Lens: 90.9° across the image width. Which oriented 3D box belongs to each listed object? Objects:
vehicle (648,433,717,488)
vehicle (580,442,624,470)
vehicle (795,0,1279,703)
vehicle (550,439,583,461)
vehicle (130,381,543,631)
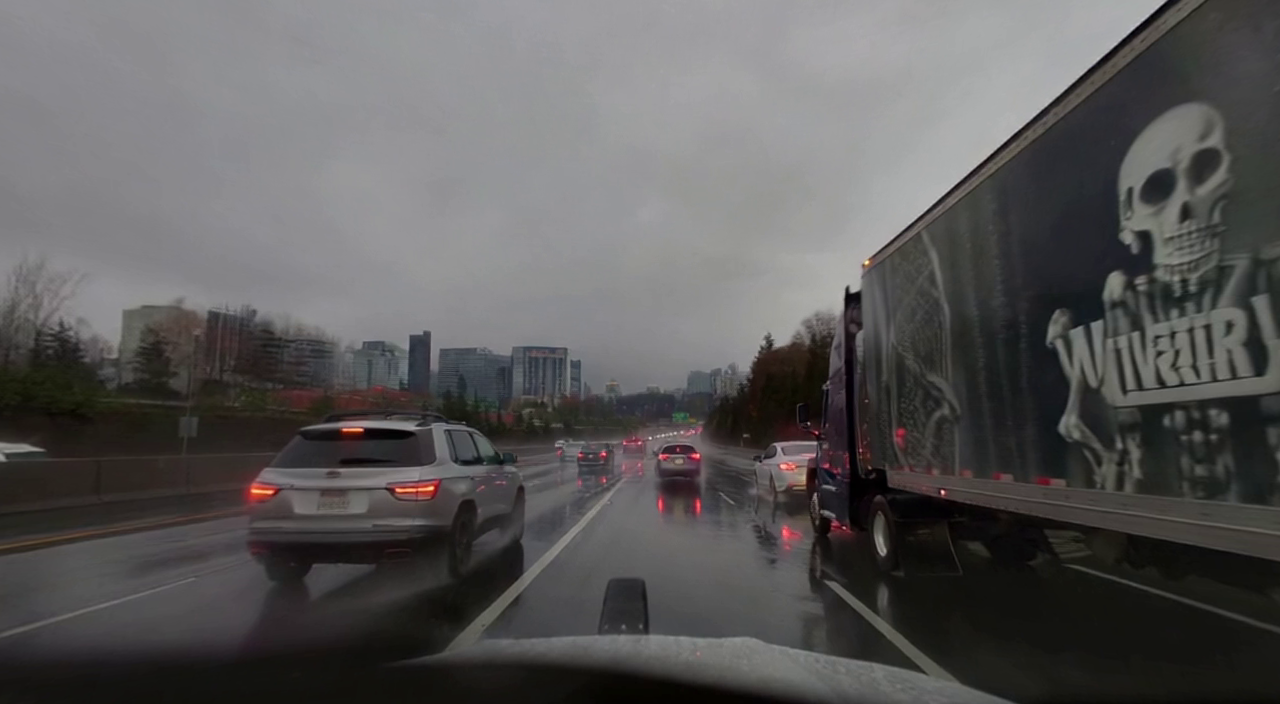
[{"bbox_3d":[1.390,3.755,22.136,2.156,1.701,4.494,-1,-8,1],"label":"vehicle"},{"bbox_3d":[-2.045,5.722,34.890,2.036,1.441,4.253,-1,-8,2],"label":"vehicle"},{"bbox_3d":[3.501,0.327,3.728,2.987,3.212,9.311,-1,-8,1],"label":"vehicle"},{"bbox_3d":[-5.606,7.570,48.785,1.915,1.605,4.485,-1,-8,2],"label":"vehicle"},{"bbox_3d":[-2.584,1.465,6.990,2.153,1.805,4.631,-1,-8,2],"label":"vehicle"}]
